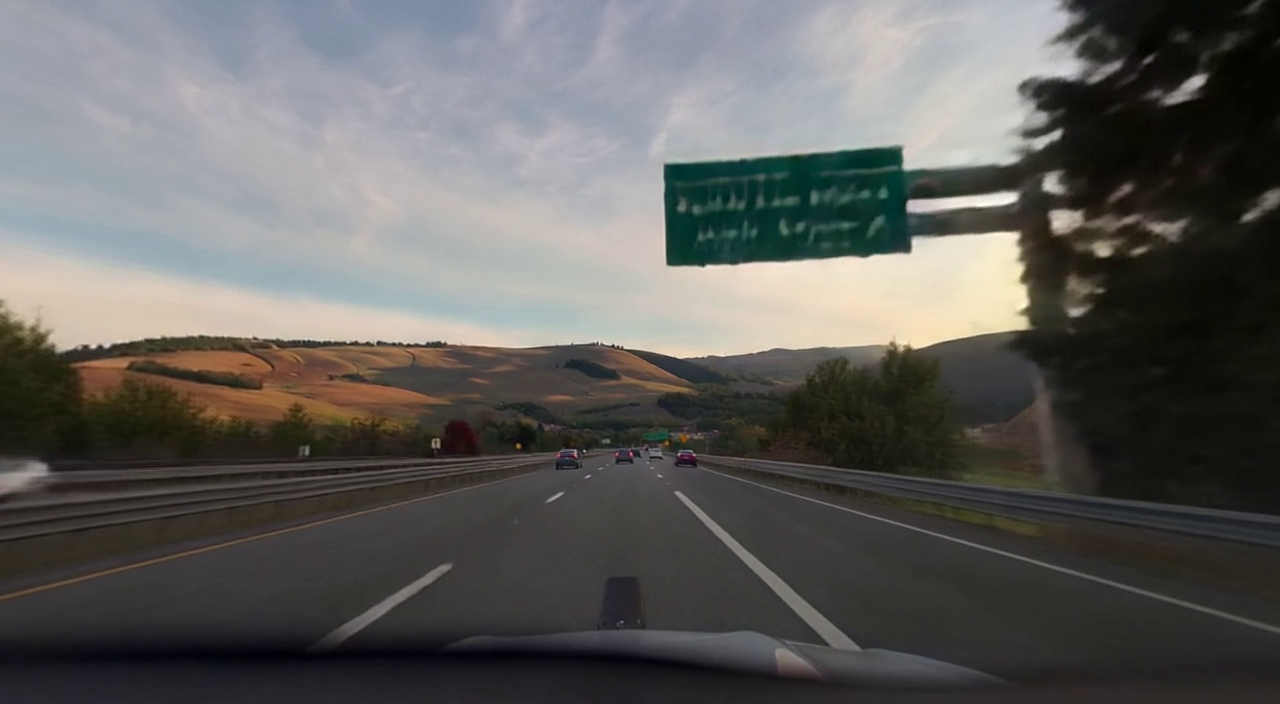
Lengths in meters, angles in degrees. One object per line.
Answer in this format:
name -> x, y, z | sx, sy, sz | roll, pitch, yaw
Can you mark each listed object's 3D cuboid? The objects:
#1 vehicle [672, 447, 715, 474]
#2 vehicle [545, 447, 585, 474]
vehicle -> 3.079, 6.377, 37.231 | 2.019, 1.475, 4.301 | 0, -9, -2
vehicle -> -4.410, 6.424, 37.472 | 1.955, 1.468, 3.637 | 0, -9, 0
